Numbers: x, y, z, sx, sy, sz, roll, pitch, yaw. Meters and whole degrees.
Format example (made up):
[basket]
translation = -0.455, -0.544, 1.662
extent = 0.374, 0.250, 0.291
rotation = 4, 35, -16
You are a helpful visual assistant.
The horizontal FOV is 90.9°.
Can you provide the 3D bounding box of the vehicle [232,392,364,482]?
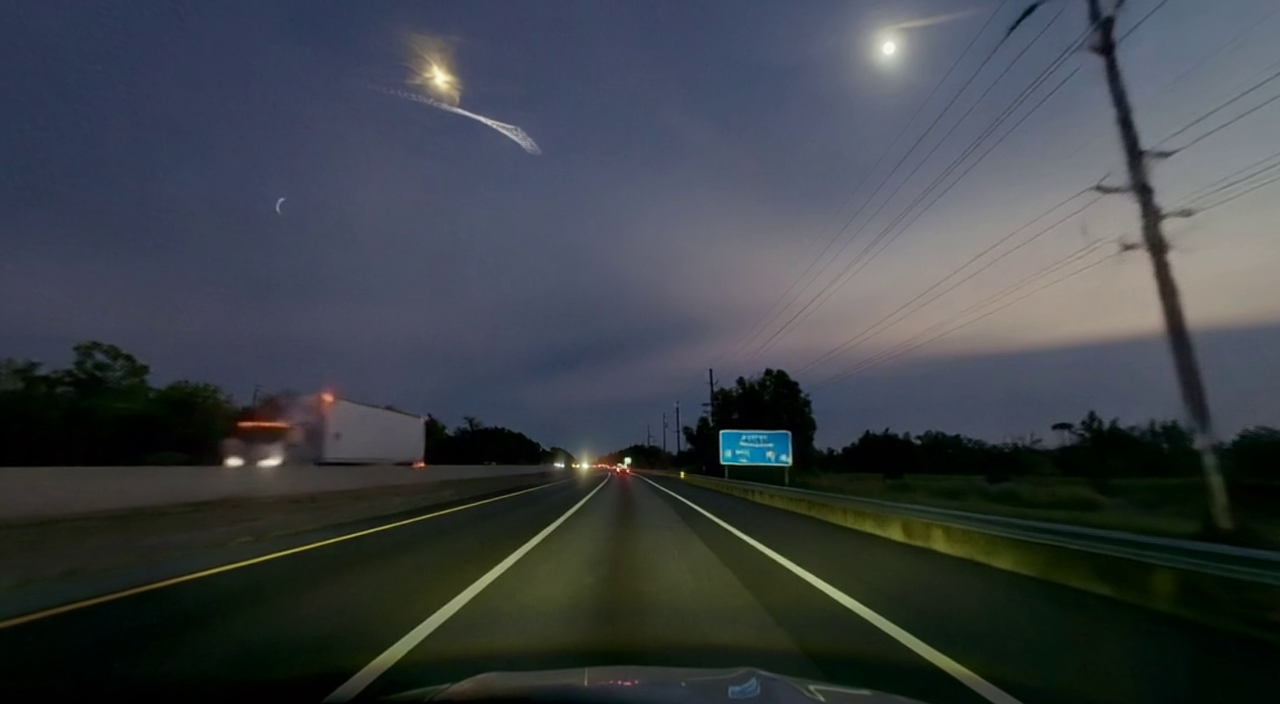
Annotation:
[vehicle]
translation = -16.574, 4.322, 31.131
extent = 3.006, 3.954, 5.846
rotation = 1, -11, 0
